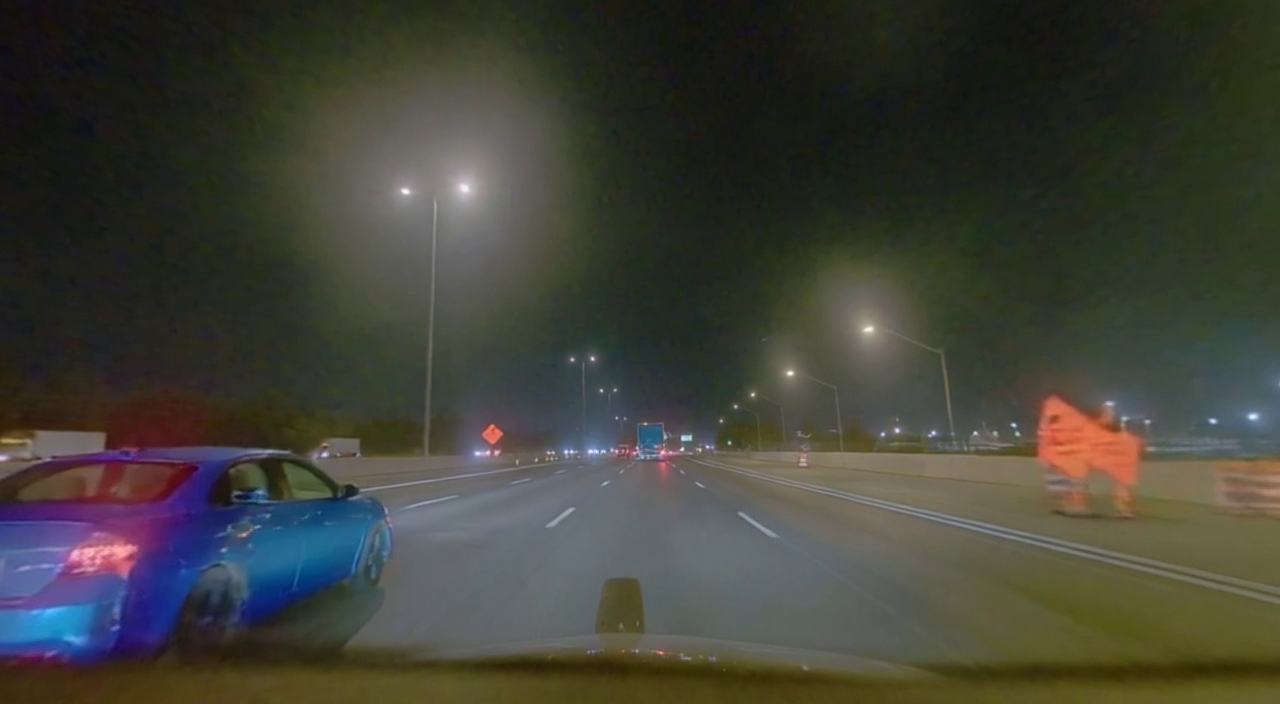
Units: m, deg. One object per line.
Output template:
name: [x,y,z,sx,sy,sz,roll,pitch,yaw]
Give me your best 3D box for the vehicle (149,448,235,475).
vehicle: [-26.469,6.446,37.414,1.859,1.484,4.516,0,-9,-1]
